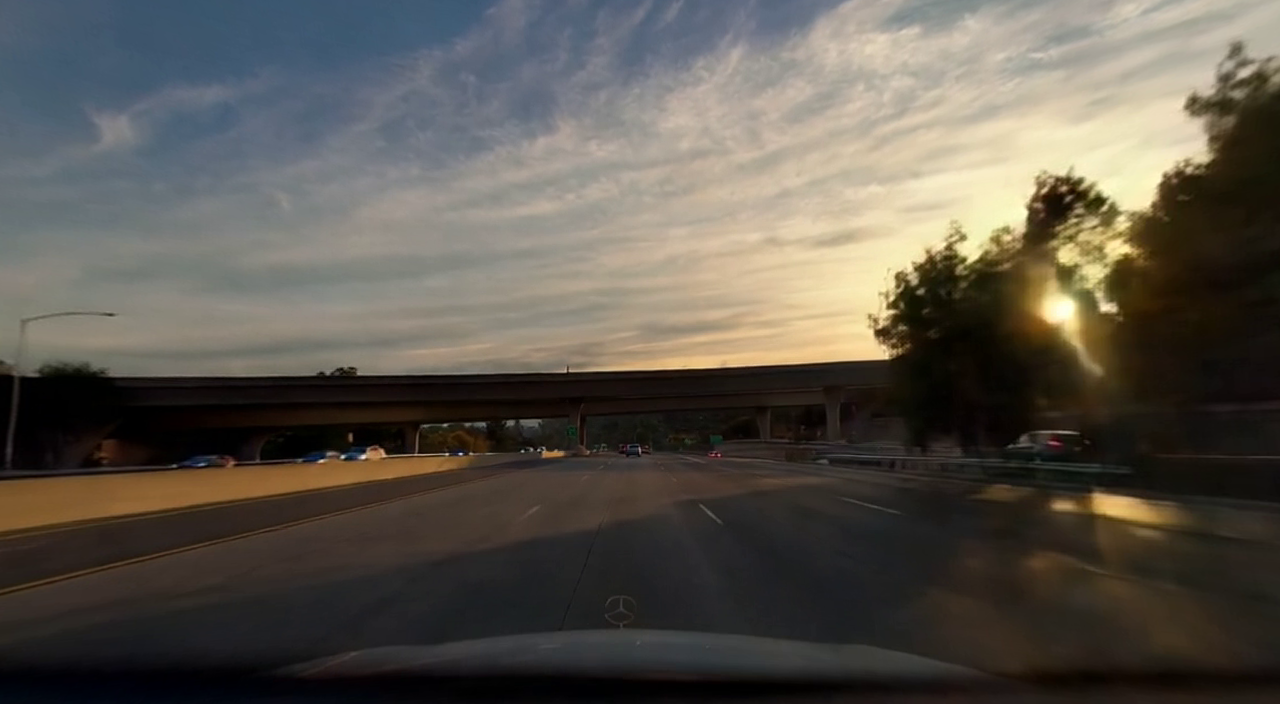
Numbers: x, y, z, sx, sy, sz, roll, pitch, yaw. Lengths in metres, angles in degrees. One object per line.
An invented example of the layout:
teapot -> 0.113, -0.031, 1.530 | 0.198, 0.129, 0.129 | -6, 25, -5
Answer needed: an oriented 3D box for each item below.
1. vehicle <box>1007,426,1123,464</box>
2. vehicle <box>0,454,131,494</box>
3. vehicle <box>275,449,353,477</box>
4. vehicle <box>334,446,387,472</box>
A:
vehicle -> 18.565, 4.123, 27.901 | 1.916, 1.508, 4.485 | 0, -9, -2
vehicle -> -24.099, 5.049, 26.530 | 1.902, 1.452, 4.441 | 0, -9, -3
vehicle -> -18.656, 6.339, 36.436 | 2.035, 1.485, 4.729 | 0, -9, -1
vehicle -> -19.673, 7.504, 44.718 | 2.048, 1.713, 4.709 | 1, -9, -7
